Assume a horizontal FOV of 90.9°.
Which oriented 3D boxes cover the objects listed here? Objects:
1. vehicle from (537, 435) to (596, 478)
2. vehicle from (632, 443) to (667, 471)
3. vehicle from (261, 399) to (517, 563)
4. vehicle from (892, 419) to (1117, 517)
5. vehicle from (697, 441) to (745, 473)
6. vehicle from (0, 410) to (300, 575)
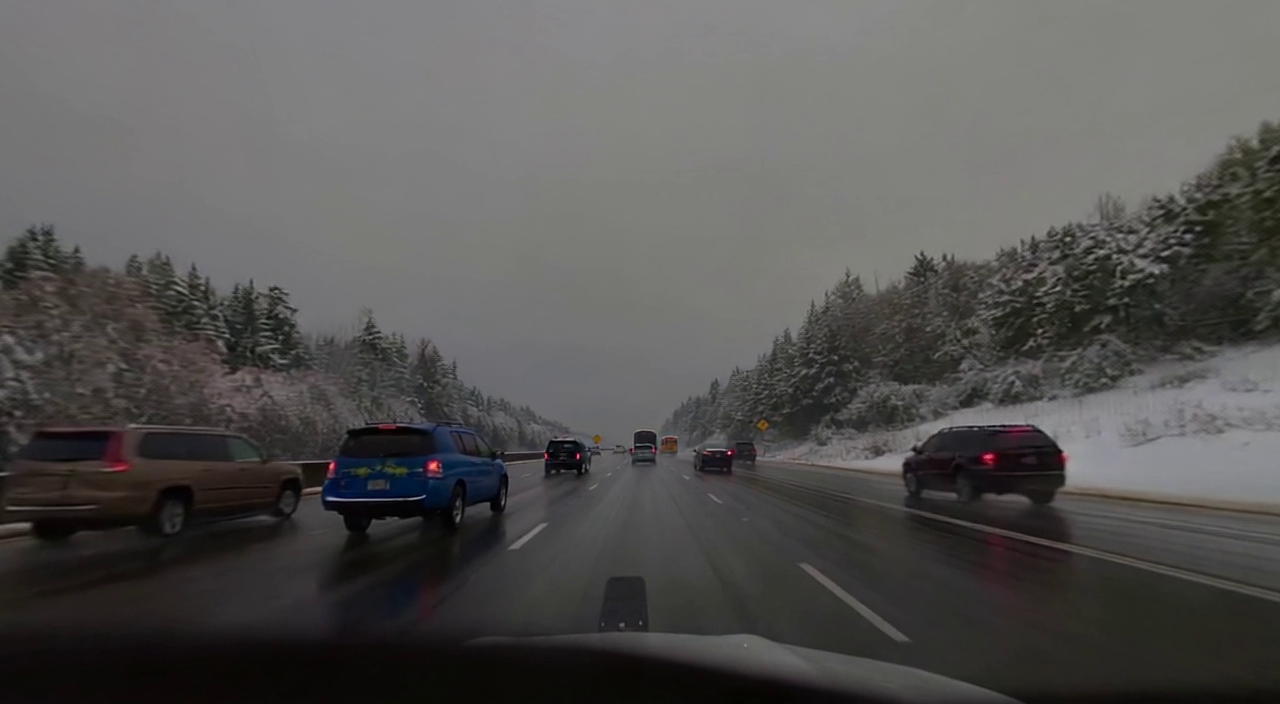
[{"bbox_3d":[-3.422,4.966,30.195,2.155,1.843,4.567,0,-8,1],"label":"vehicle"},{"bbox_3d":[0.558,6.342,38.265,2.042,1.632,3.654,0,-8,1],"label":"vehicle"},{"bbox_3d":[-3.386,1.845,9.699,2.016,1.898,4.458,0,-8,1],"label":"vehicle"},{"bbox_3d":[8.138,2.647,14.926,2.227,1.895,5.197,0,-8,0],"label":"vehicle"},{"bbox_3d":[4.438,5.856,35.377,2.050,1.661,4.636,0,-8,-1],"label":"vehicle"},{"bbox_3d":[-7.593,1.938,9.584,2.072,1.852,4.760,-1,-8,2],"label":"vehicle"}]
